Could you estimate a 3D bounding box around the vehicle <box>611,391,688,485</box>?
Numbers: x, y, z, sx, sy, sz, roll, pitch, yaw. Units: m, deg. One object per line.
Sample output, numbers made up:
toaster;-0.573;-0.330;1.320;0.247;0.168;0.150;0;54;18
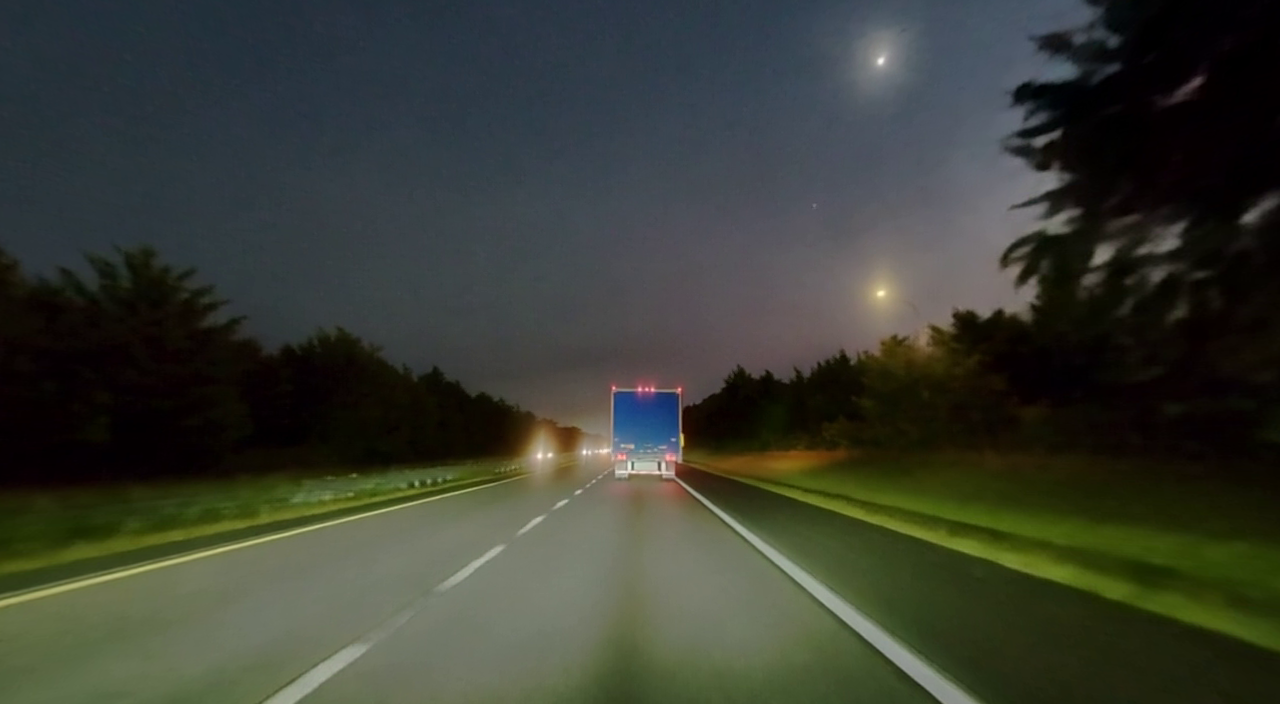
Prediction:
vehicle;0.236;3.903;28.155;2.913;3.530;8.648;0;-9;-2
